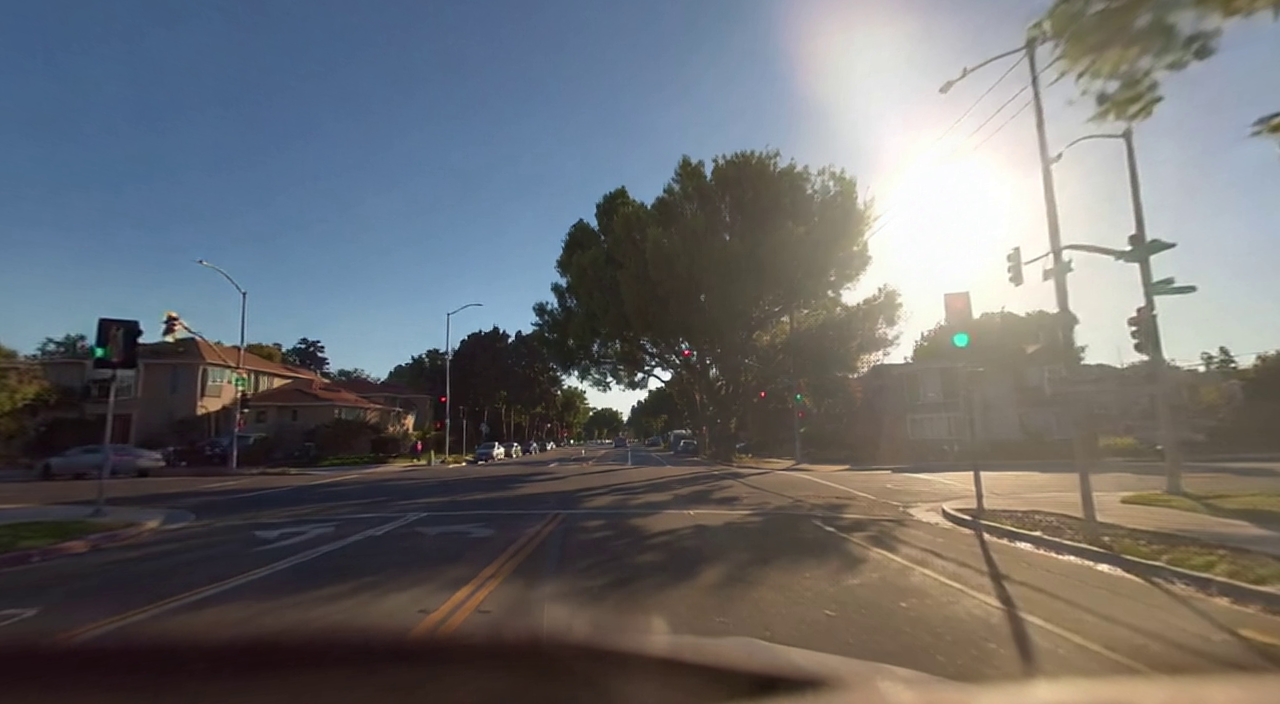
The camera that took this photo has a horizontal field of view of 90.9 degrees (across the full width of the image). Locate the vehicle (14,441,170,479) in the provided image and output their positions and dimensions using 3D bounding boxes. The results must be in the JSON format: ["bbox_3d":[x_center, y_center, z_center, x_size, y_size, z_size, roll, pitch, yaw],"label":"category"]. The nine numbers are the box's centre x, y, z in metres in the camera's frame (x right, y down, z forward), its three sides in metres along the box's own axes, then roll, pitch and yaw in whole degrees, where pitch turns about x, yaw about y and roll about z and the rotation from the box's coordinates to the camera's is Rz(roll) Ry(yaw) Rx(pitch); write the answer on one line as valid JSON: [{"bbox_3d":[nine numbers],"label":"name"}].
[{"bbox_3d":[-22.582,4.442,26.097,4.606,1.452,1.917,0,-8,-1],"label":"vehicle"}]

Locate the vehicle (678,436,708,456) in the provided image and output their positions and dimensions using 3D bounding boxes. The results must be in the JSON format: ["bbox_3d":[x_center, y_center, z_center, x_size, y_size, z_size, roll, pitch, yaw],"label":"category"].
[{"bbox_3d":[4.110,7.430,49.676,1.987,1.466,4.389,0,-8,0],"label":"vehicle"}]
